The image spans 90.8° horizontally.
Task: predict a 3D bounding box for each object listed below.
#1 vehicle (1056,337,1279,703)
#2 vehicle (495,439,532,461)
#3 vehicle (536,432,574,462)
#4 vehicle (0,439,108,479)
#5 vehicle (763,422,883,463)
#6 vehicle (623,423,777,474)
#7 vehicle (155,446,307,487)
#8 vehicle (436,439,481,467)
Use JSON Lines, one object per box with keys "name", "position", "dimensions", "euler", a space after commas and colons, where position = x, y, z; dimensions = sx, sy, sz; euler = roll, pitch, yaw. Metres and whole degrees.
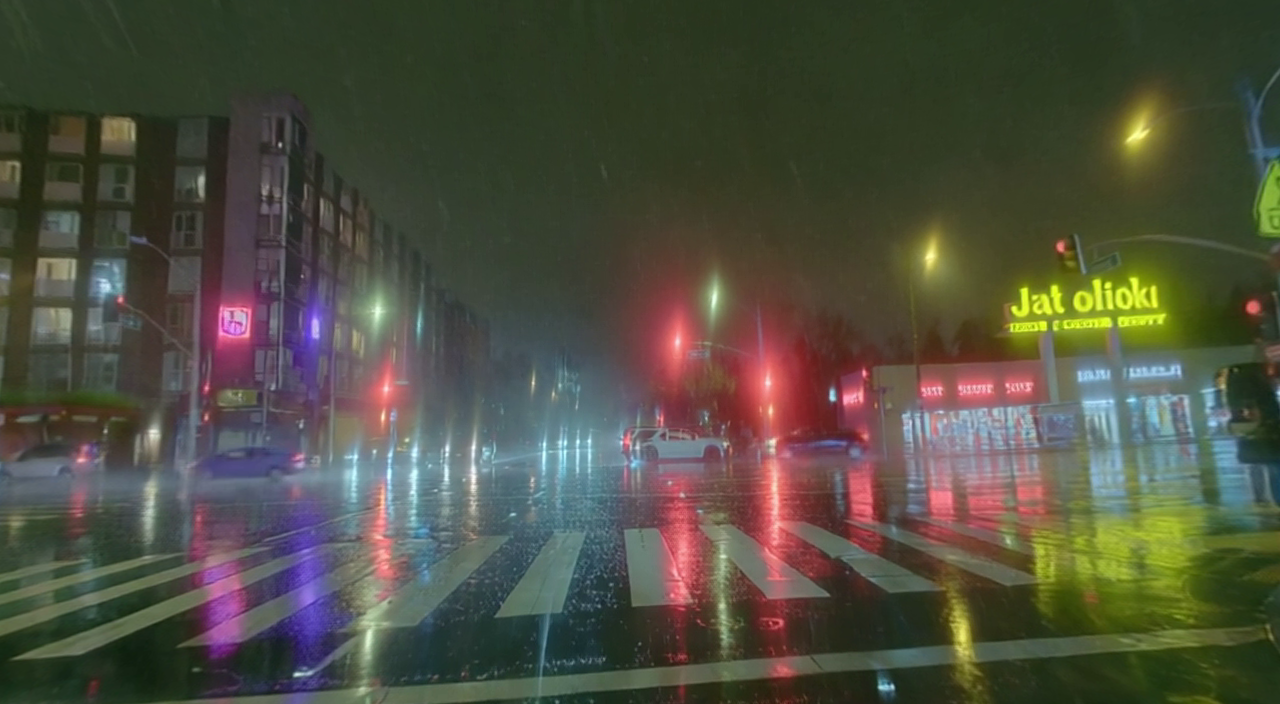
{"name": "vehicle", "position": [3.013, 0.609, 0.866], "dimensions": [1.866, 1.654, 4.354], "euler": [0, -8, 0]}
{"name": "vehicle", "position": [-8.645, 6.738, 43.525], "dimensions": [1.906, 1.402, 4.904], "euler": [0, -8, -4]}
{"name": "vehicle", "position": [-5.126, 5.800, 38.608], "dimensions": [1.976, 1.683, 4.117], "euler": [0, -8, -4]}
{"name": "vehicle", "position": [-31.541, 5.615, 33.537], "dimensions": [2.205, 1.903, 5.877], "euler": [1, -9, -10]}
{"name": "vehicle", "position": [7.787, 3.883, 27.104], "dimensions": [4.513, 1.682, 1.810], "euler": [1, -9, -7]}
{"name": "vehicle", "position": [1.878, 3.105, 20.404], "dimensions": [4.612, 1.521, 1.811], "euler": [1, -9, -10]}
{"name": "vehicle", "position": [-15.441, 4.338, 24.088], "dimensions": [4.475, 1.458, 1.681], "euler": [1, -9, -8]}
{"name": "vehicle", "position": [-10.885, 6.097, 38.205], "dimensions": [1.885, 1.545, 4.124], "euler": [1, -8, -6]}
